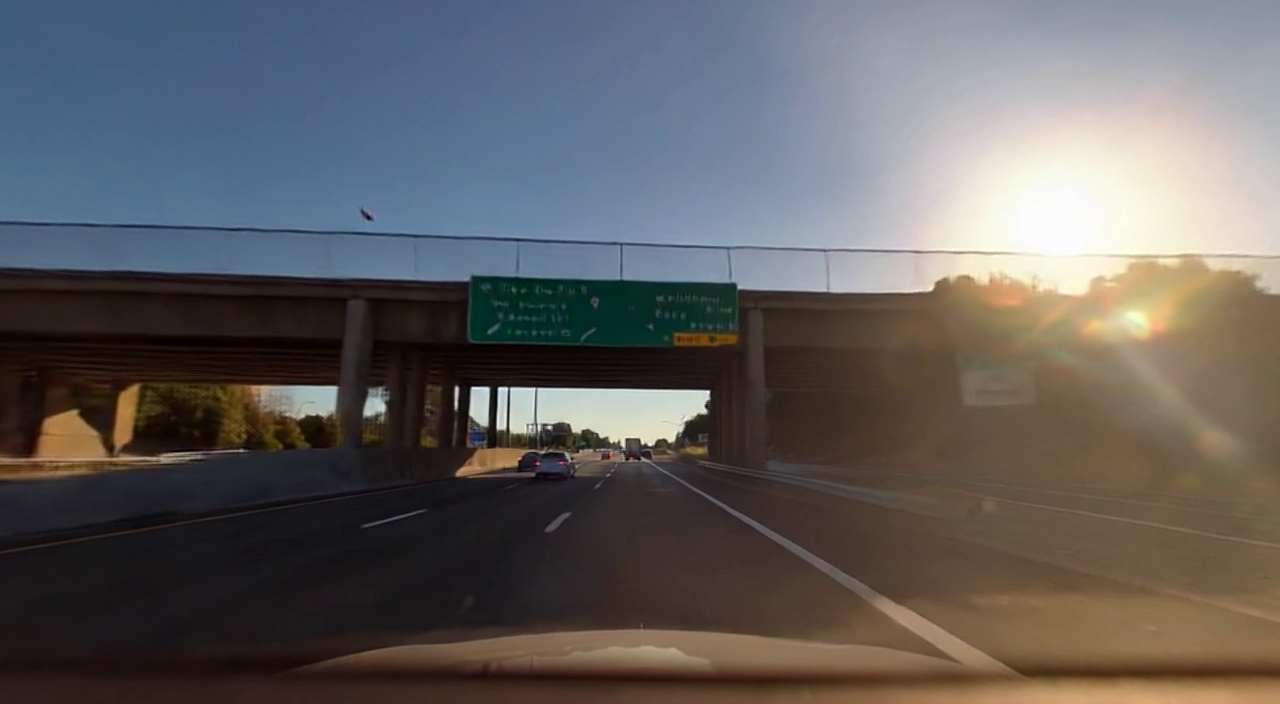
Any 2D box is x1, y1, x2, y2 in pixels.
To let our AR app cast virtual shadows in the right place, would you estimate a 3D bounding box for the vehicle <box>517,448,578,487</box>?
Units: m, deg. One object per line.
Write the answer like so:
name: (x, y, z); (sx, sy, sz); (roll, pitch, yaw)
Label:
vehicle: (-4.044, 5.115, 28.217); (2.070, 1.564, 4.145); (0, -9, 0)
